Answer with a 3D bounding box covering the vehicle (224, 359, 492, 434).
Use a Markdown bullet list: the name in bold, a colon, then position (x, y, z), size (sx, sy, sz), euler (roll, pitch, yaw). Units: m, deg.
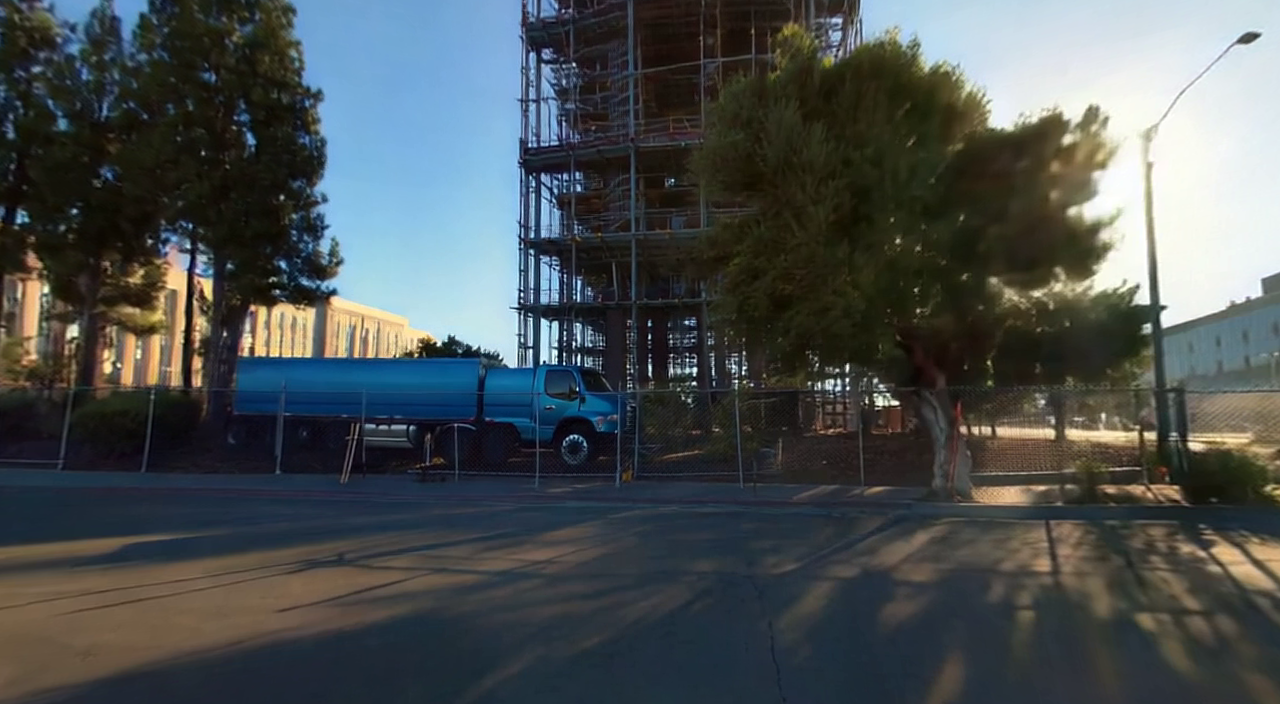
- **vehicle**: position (-16.190, 2.741, 37.243), size (14.067, 4.099, 2.832), euler (1, -9, -5)
